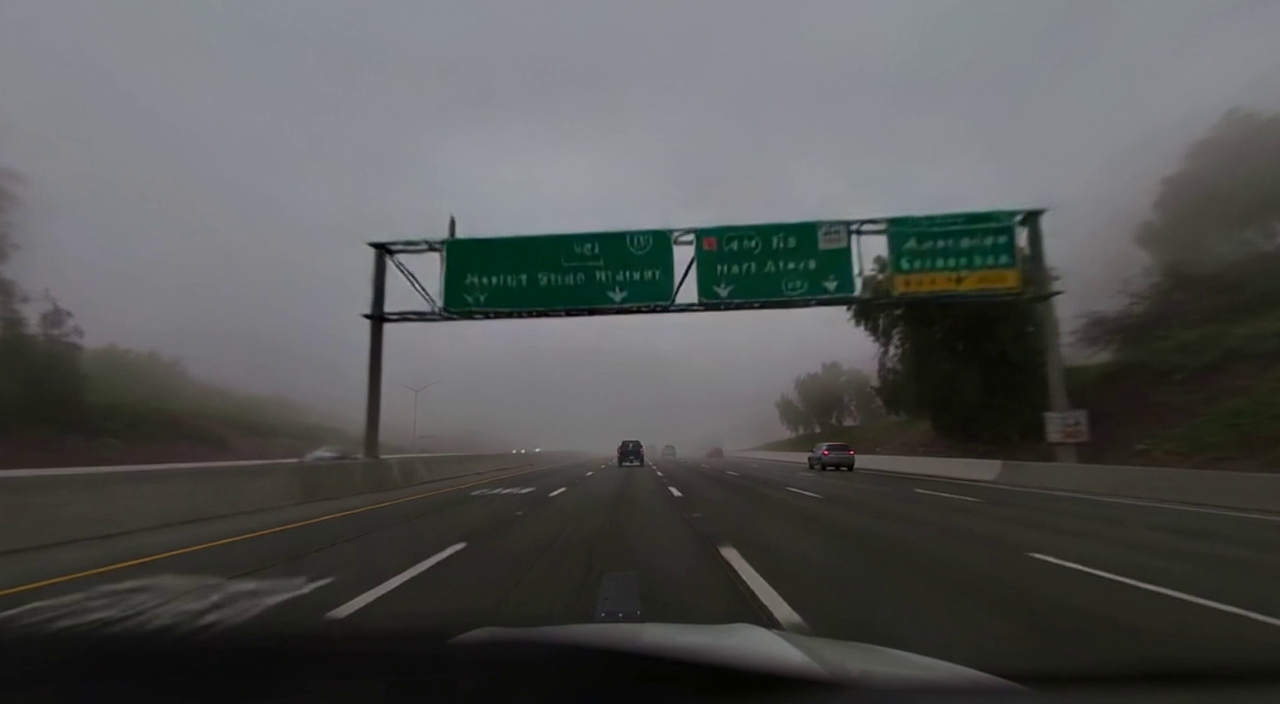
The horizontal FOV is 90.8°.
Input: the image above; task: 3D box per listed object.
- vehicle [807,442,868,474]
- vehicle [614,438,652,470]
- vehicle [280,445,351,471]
[{"bbox_3d":[11.117,5.959,35.872,1.912,1.673,4.438,0,-8,-1],"label":"vehicle"},{"bbox_3d":[-0.464,5.989,37.119,2.121,1.739,4.087,0,-8,-2],"label":"vehicle"},{"bbox_3d":[-21.673,7.068,42.463,2.039,1.585,5.259,0,-9,0],"label":"vehicle"}]
